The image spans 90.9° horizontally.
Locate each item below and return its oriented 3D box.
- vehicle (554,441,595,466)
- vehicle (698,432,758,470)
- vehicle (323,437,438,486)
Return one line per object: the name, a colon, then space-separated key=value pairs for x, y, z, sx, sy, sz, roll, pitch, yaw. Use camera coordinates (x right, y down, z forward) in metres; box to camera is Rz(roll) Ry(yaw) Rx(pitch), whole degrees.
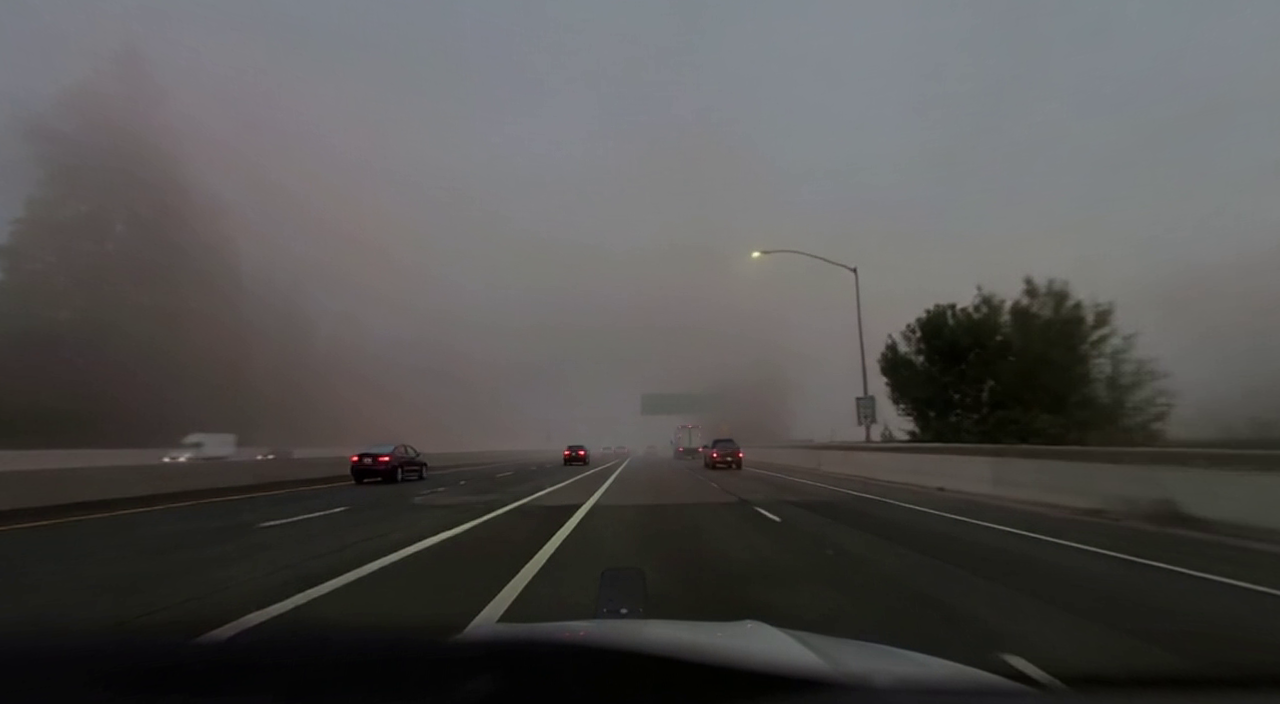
vehicle: x=-4.122 y=6.463 z=40.387 sx=1.981 sy=1.473 sz=4.317 roll=0 pitch=-8 yaw=2
vehicle: x=4.764 y=5.516 z=35.351 sx=2.355 sy=1.930 sz=6.633 roll=0 pitch=-8 yaw=-1
vehicle: x=-8.707 y=3.689 z=21.657 sx=1.899 sy=1.465 sz=4.589 roll=0 pitch=-8 yaw=2
